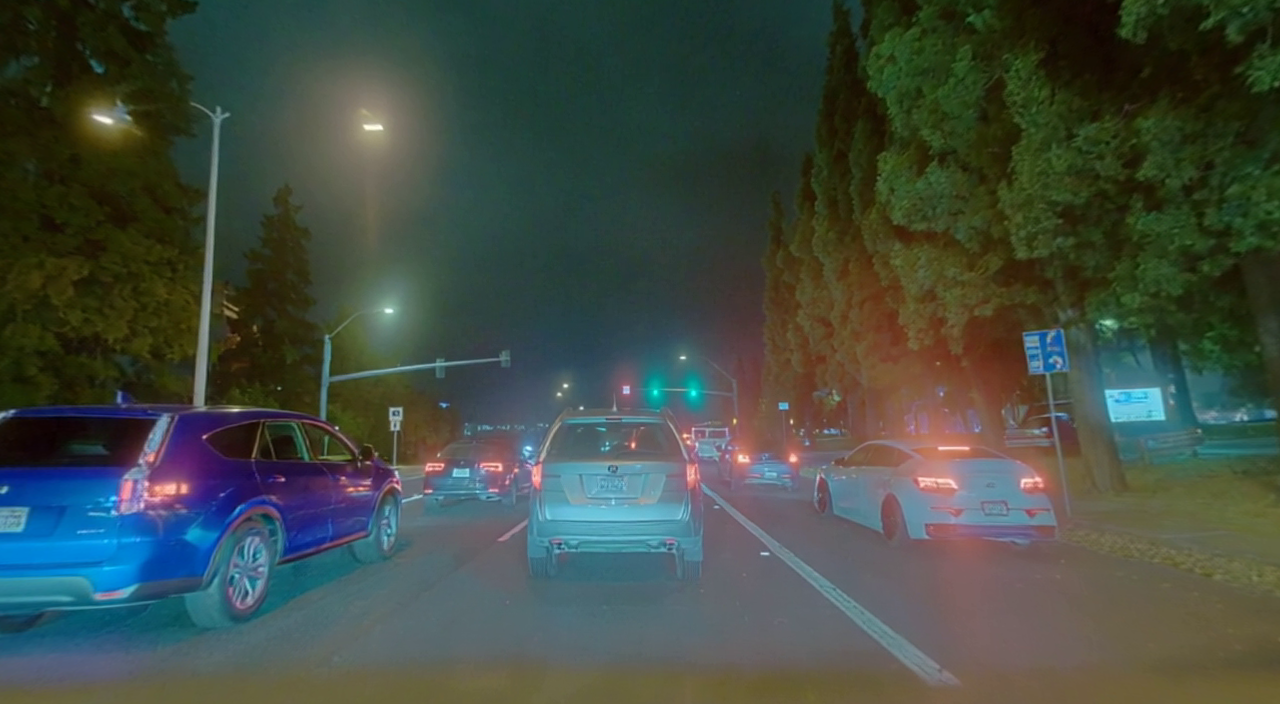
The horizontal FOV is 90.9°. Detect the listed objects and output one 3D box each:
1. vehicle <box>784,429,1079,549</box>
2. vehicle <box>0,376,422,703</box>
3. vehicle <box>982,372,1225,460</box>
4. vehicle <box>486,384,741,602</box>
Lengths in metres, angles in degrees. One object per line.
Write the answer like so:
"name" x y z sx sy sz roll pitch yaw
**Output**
"vehicle" 4.311 2.085 10.424 2.036 1.480 4.659 1 -9 -10
"vehicle" -3.709 1.293 5.459 2.039 1.709 4.265 0 -8 1
"vehicle" 17.886 2.540 24.688 7.314 3.230 2.680 0 -8 -2
"vehicle" -0.219 1.511 7.613 2.132 1.816 4.471 0 -8 0
